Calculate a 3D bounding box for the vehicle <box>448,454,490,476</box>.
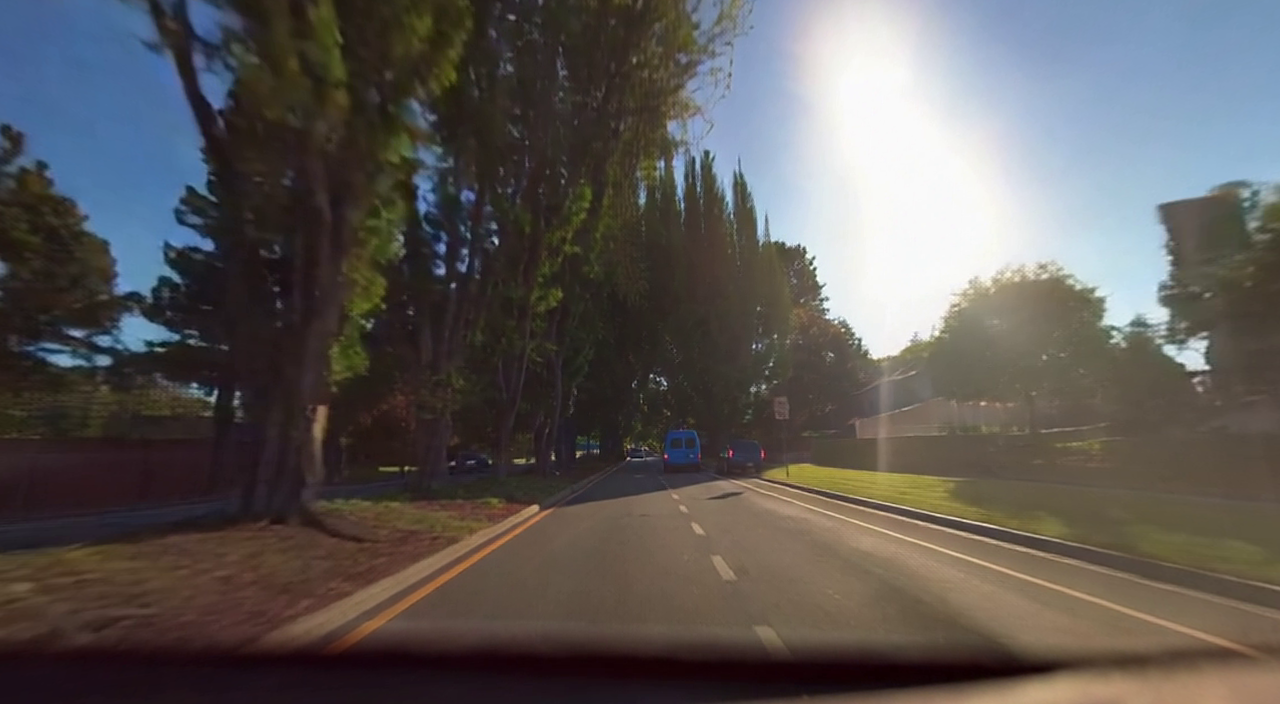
[{"bbox_3d":[-13.021,8.616,48.432,1.908,1.477,4.750,0,-8,1],"label":"vehicle"}]
